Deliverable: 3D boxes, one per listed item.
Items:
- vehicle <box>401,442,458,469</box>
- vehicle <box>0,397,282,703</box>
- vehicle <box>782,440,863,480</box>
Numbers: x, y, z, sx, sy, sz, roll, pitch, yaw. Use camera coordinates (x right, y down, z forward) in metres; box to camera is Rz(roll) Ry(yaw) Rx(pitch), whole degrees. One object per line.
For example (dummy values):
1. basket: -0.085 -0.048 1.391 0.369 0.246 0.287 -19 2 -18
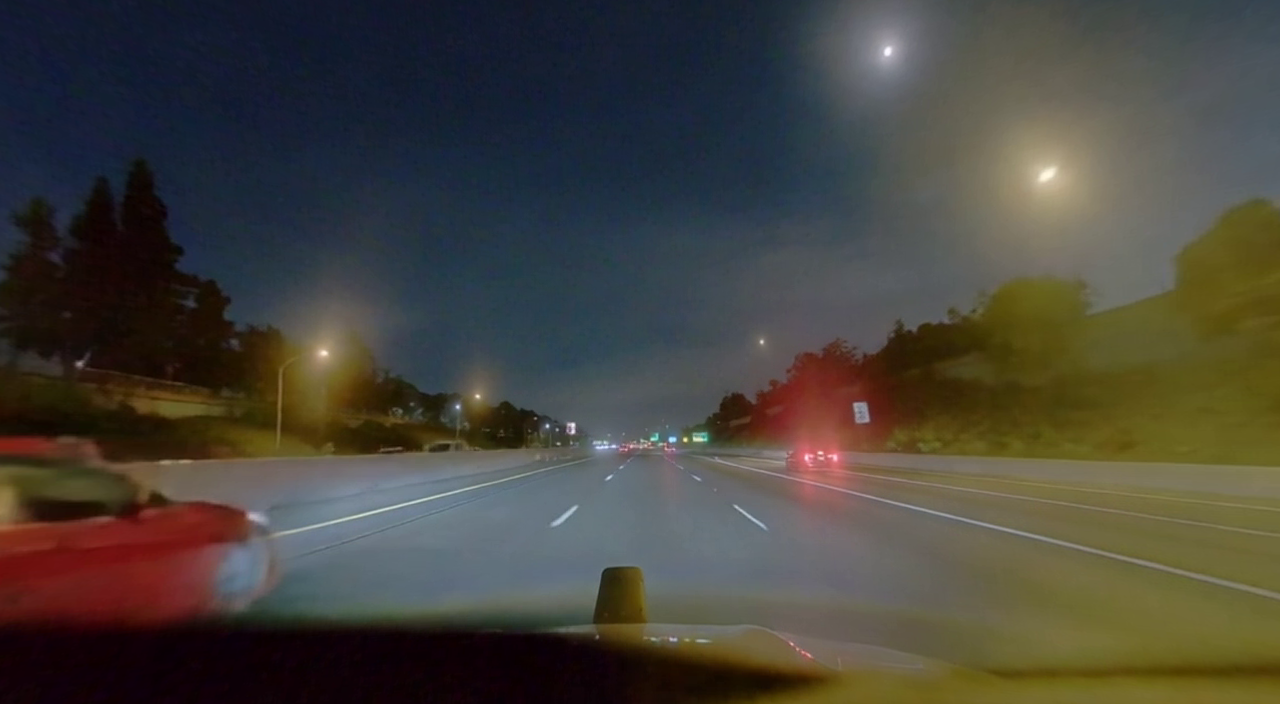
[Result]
1. vehicle: -13.028 6.404 39.276 1.969 1.582 4.223 0 -8 2
2. vehicle: -3.799 0.909 2.292 2.085 1.533 4.861 0 -8 1
3. vehicle: 7.373 4.403 25.977 1.914 1.465 4.574 0 -8 0
